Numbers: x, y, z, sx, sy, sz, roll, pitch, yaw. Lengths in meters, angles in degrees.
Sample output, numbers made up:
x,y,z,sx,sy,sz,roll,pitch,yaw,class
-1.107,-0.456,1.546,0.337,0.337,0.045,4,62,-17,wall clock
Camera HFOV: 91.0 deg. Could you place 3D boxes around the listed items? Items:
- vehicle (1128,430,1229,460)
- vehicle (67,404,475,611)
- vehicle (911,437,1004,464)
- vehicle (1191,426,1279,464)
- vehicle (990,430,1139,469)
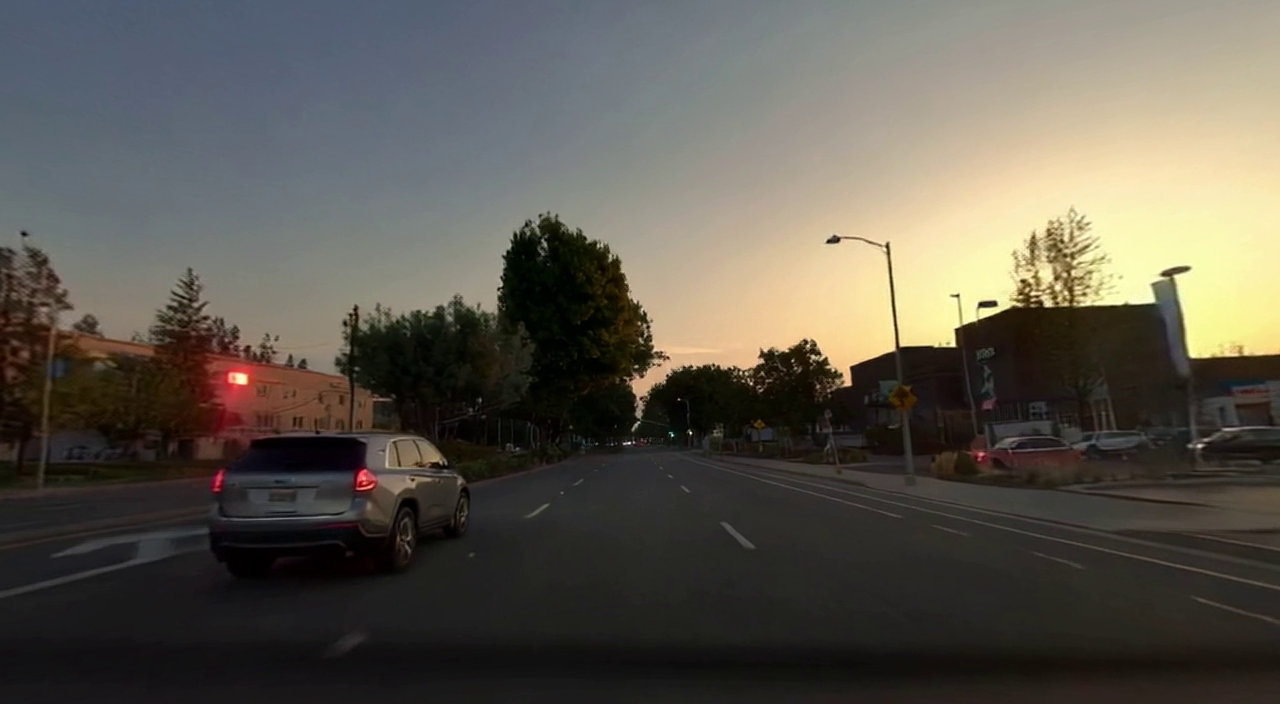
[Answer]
x,y,z,sx,sy,sz,roll,pitch,yaw,class
30.744,5.350,36.030,3.806,1.635,1.937,-1,-9,6,vehicle
-3.599,1.604,7.503,2.039,1.656,4.710,0,-9,-1,vehicle
18.304,5.699,36.441,4.398,1.457,1.806,0,-9,1,vehicle
30.189,4.525,30.659,4.507,1.752,2.016,-1,-9,9,vehicle
17.452,4.045,26.089,4.671,1.466,1.937,0,-9,5,vehicle
